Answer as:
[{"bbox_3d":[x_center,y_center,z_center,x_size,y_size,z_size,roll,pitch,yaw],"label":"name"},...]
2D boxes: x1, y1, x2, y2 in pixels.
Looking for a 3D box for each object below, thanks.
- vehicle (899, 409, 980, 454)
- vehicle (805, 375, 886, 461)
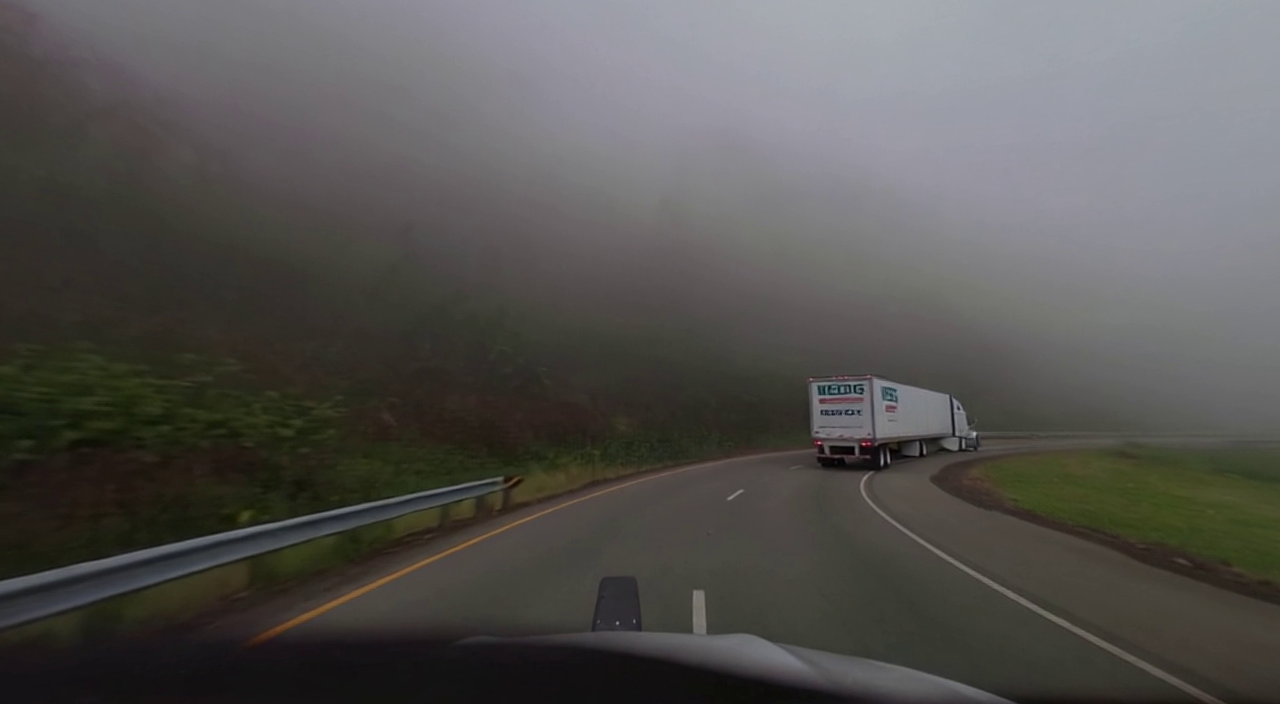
[{"bbox_3d":[18.587,4.931,38.824,6.650,2.524,2.120,7,-10,-42],"label":"vehicle"},{"bbox_3d":[9.775,3.160,29.780,2.963,3.771,3.137,-4,-9,28],"label":"vehicle"}]
